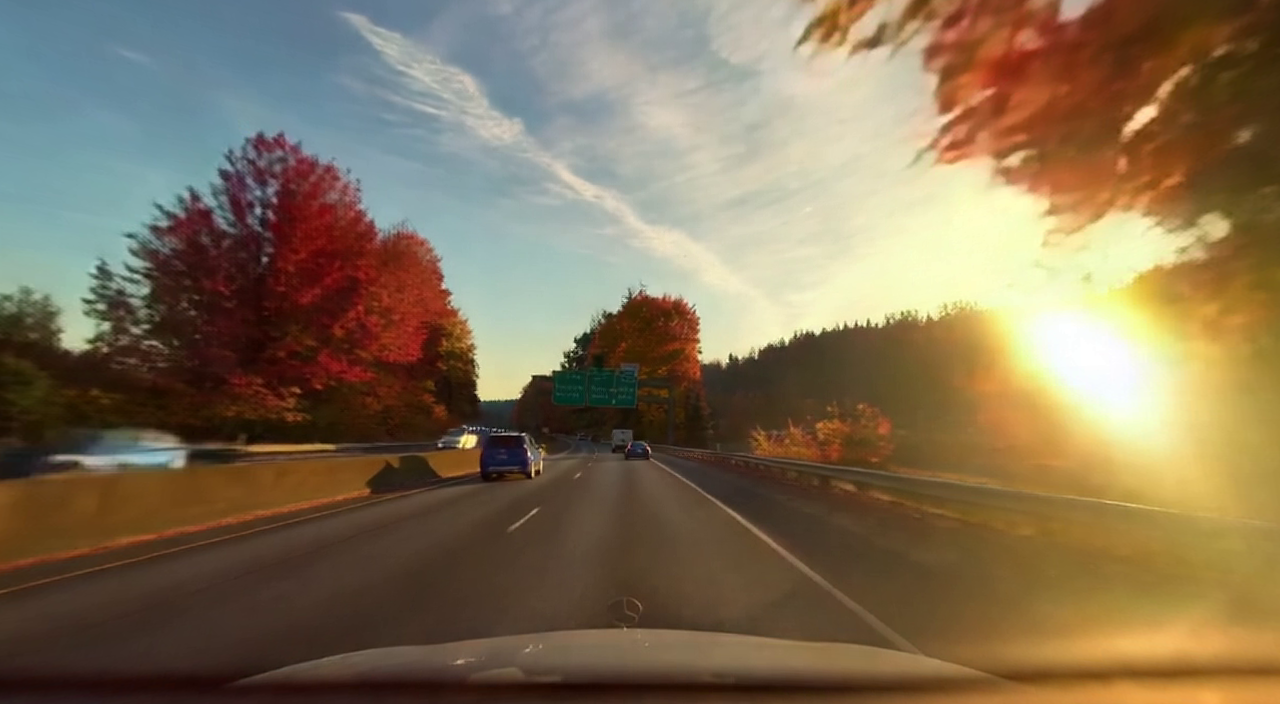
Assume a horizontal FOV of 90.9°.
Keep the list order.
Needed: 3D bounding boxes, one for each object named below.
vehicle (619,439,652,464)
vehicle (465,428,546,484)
[{"bbox_3d":[-0.299,6.236,39.619,1.939,1.497,3.863,0,-8,-1],"label":"vehicle"},{"bbox_3d":[-4.542,3.578,21.914,1.924,1.720,4.195,0,-8,-1],"label":"vehicle"}]
